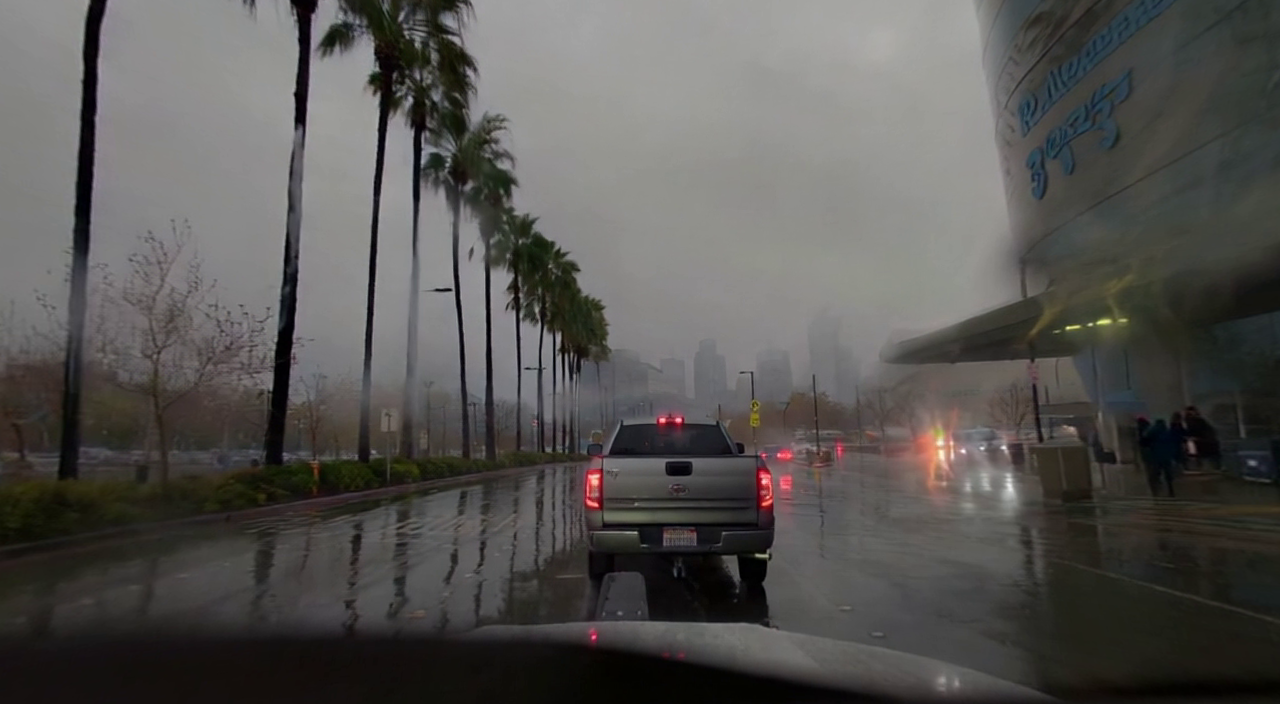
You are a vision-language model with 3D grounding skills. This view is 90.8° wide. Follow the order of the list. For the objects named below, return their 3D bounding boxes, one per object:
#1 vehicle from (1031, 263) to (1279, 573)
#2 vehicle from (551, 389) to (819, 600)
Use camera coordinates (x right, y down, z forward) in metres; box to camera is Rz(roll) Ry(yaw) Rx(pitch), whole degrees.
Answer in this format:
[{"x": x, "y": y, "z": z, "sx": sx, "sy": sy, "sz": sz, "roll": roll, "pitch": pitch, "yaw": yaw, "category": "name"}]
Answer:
[{"x": 7.822, "y": 0.912, "z": 8.577, "sx": 2.666, "sy": 3.345, "sz": 3.622, "roll": -1, "pitch": -8, "yaw": 4, "category": "vehicle"}, {"x": 0.428, "y": 1.626, "z": 8.184, "sx": 2.311, "sy": 1.819, "sz": 5.255, "roll": 0, "pitch": -8, "yaw": 1, "category": "vehicle"}]
